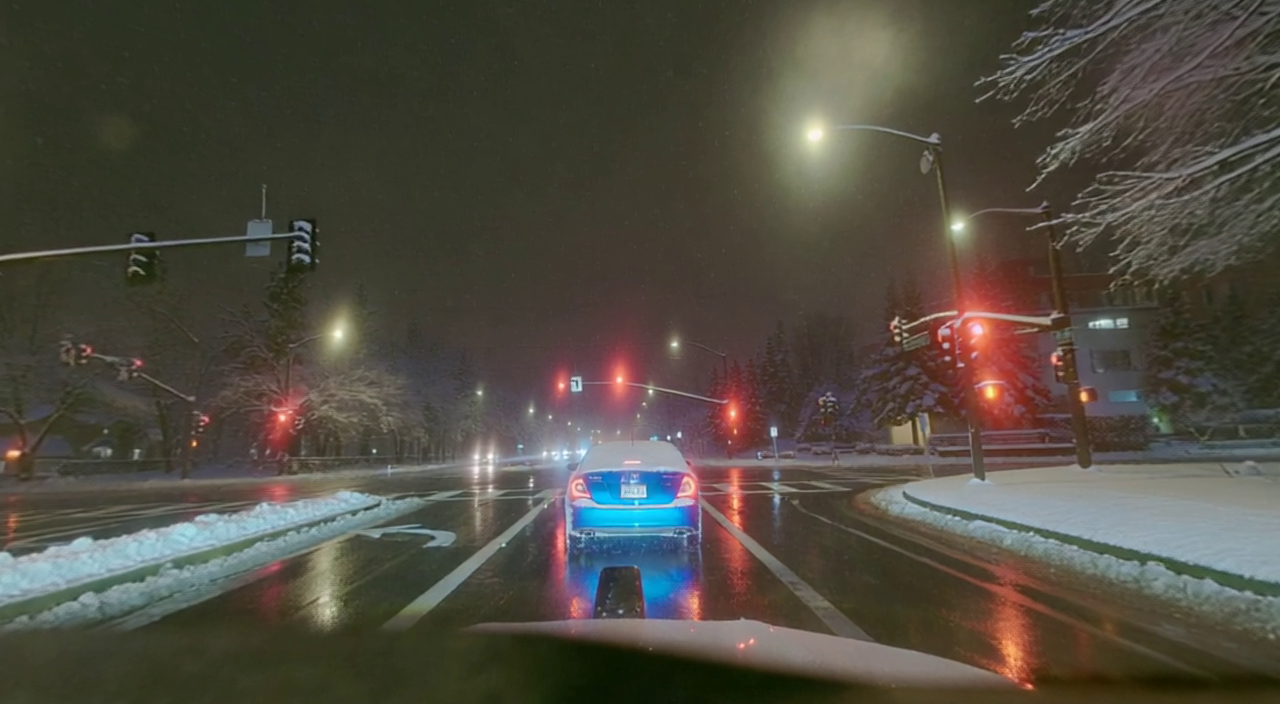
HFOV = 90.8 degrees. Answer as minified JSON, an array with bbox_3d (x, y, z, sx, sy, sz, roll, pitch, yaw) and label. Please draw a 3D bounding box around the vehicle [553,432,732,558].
[{"bbox_3d":[-0.003,1.995,9.508,2.107,1.470,3.974,0,-9,-1],"label":"vehicle"}]
